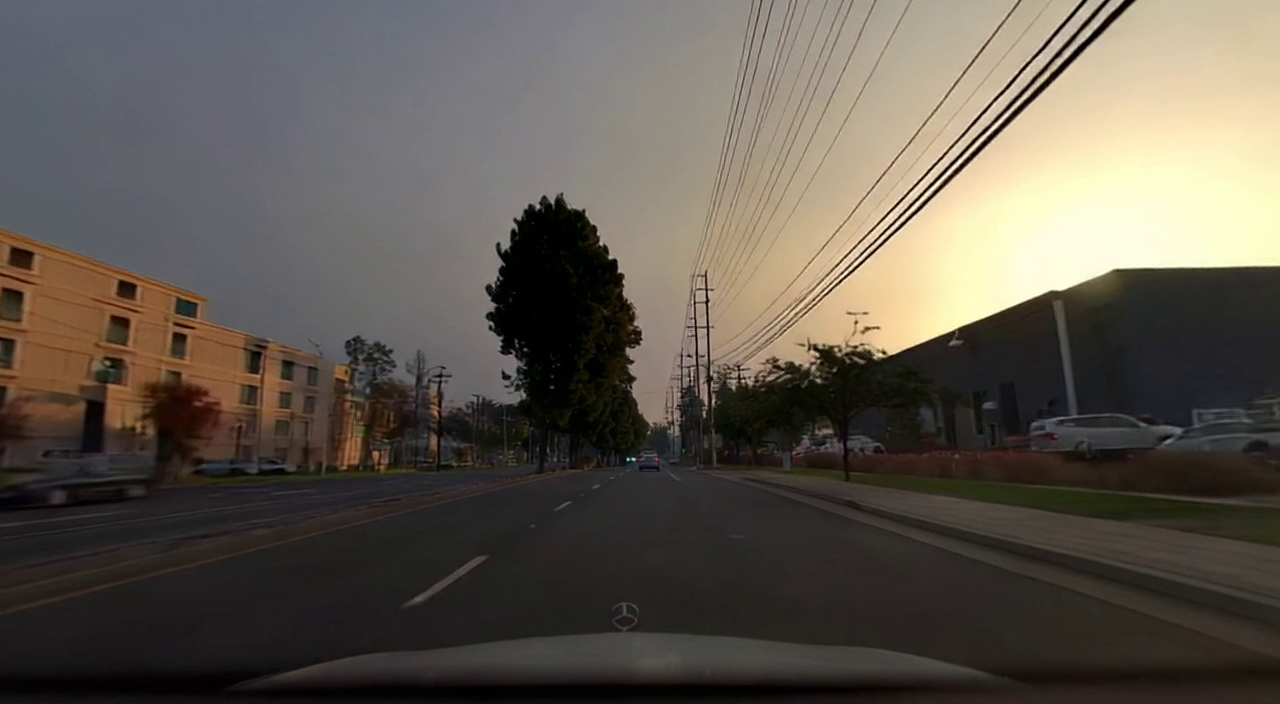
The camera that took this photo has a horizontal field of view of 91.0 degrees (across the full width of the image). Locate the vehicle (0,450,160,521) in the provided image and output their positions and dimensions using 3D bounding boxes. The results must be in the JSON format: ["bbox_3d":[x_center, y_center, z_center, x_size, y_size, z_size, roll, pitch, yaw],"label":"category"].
[{"bbox_3d":[-14.363,3.138,15.312,1.831,1.474,4.352,0,-9,1],"label":"vehicle"}]

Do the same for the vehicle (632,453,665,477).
[{"bbox_3d":[0.581,7.652,42.826,2.114,1.492,4.453,0,-9,0],"label":"vehicle"}]
